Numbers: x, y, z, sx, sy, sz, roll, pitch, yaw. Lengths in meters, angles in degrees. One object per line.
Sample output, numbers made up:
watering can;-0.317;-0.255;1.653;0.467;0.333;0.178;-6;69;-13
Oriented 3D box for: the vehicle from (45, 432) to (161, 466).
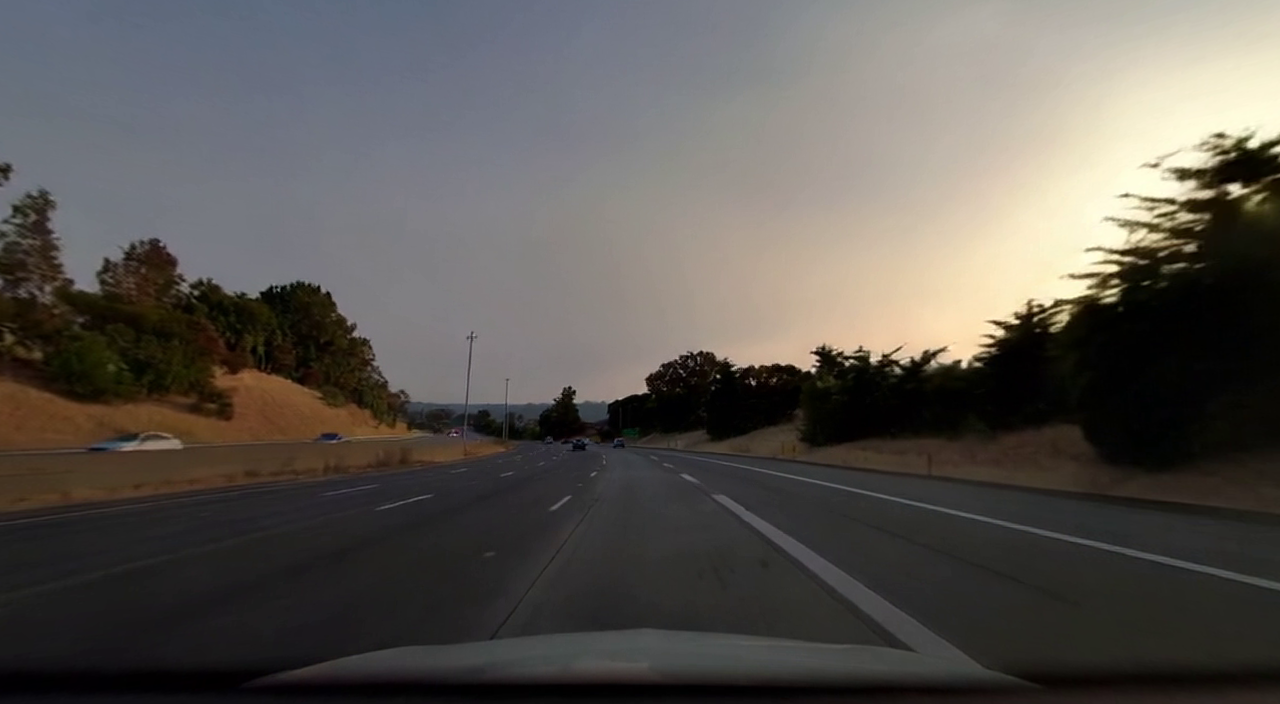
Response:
vehicle;-26.758;4.840;31.677;2.007;1.564;4.506;0;-8;-4
